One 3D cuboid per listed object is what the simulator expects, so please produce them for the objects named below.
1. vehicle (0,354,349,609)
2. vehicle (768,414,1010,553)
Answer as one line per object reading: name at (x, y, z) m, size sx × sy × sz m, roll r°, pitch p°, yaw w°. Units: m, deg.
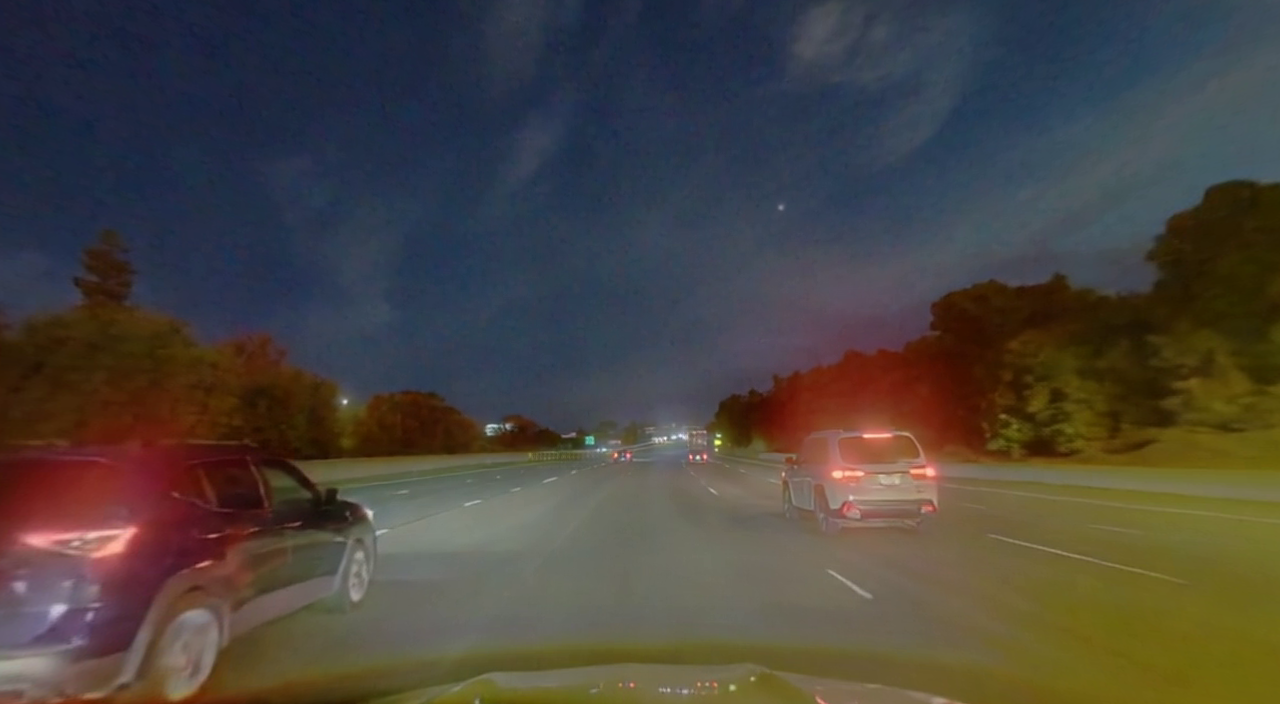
vehicle at (-6.307, 1.483, 7.977) m, size 2.383 × 2.048 × 5.875 m, roll 0°, pitch -9°, yaw 1°
vehicle at (3.623, 2.013, 10.309) m, size 2.075 × 1.743 × 4.410 m, roll 0°, pitch -9°, yaw -1°
